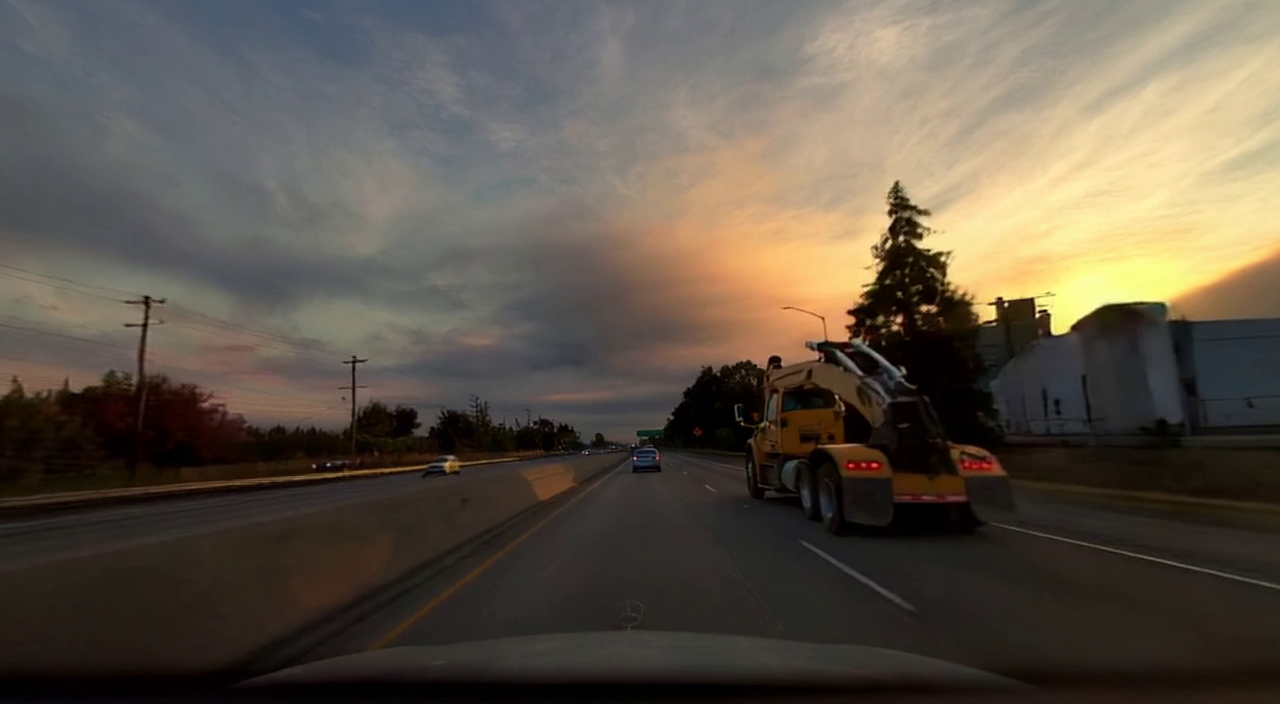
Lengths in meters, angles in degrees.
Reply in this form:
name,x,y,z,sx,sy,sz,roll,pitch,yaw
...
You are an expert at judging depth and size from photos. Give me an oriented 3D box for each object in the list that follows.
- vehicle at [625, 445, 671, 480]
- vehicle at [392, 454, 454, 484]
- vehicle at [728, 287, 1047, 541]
name,x,y,z,sx,sy,sz,roll,pitch,yaw
vehicle,0.368,5.197,29.886,2.045,1.527,4.023,0,-9,0
vehicle,-12.125,6.547,35.535,1.927,1.493,4.426,0,-9,0
vehicle,3.996,1.447,12.926,3.089,3.568,8.101,0,-9,-1
